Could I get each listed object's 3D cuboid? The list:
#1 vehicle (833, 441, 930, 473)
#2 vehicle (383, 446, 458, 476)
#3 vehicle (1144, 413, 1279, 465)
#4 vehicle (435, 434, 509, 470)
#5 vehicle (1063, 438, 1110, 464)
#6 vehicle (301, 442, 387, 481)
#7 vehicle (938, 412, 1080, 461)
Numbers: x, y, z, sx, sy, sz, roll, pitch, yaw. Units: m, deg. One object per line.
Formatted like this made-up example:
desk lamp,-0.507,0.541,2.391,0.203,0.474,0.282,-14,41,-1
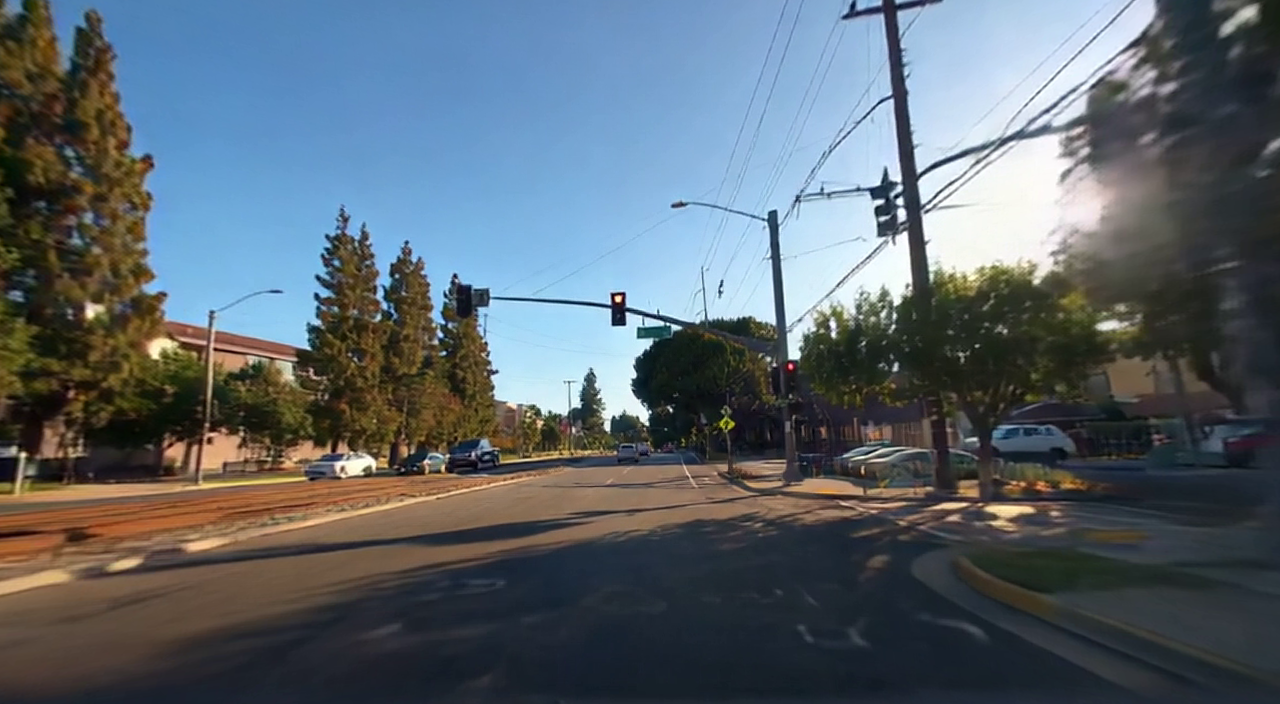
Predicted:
vehicle,12.821,5.557,33.809,1.897,1.532,4.694,3,-9,-27
vehicle,-12.054,6.017,34.985,2.090,1.519,4.919,-1,-8,4
vehicle,25.758,3.724,26.780,2.370,2.038,6.186,4,-9,-24
vehicle,-11.538,6.922,43.832,2.798,2.249,6.296,-1,-8,6
vehicle,29.454,6.513,41.667,1.740,1.414,3.875,-6,-7,25
vehicle,-15.527,5.758,33.406,2.112,1.880,4.479,-1,-8,4
vehicle,19.080,4.496,32.951,2.609,2.332,5.734,4,-10,-26
